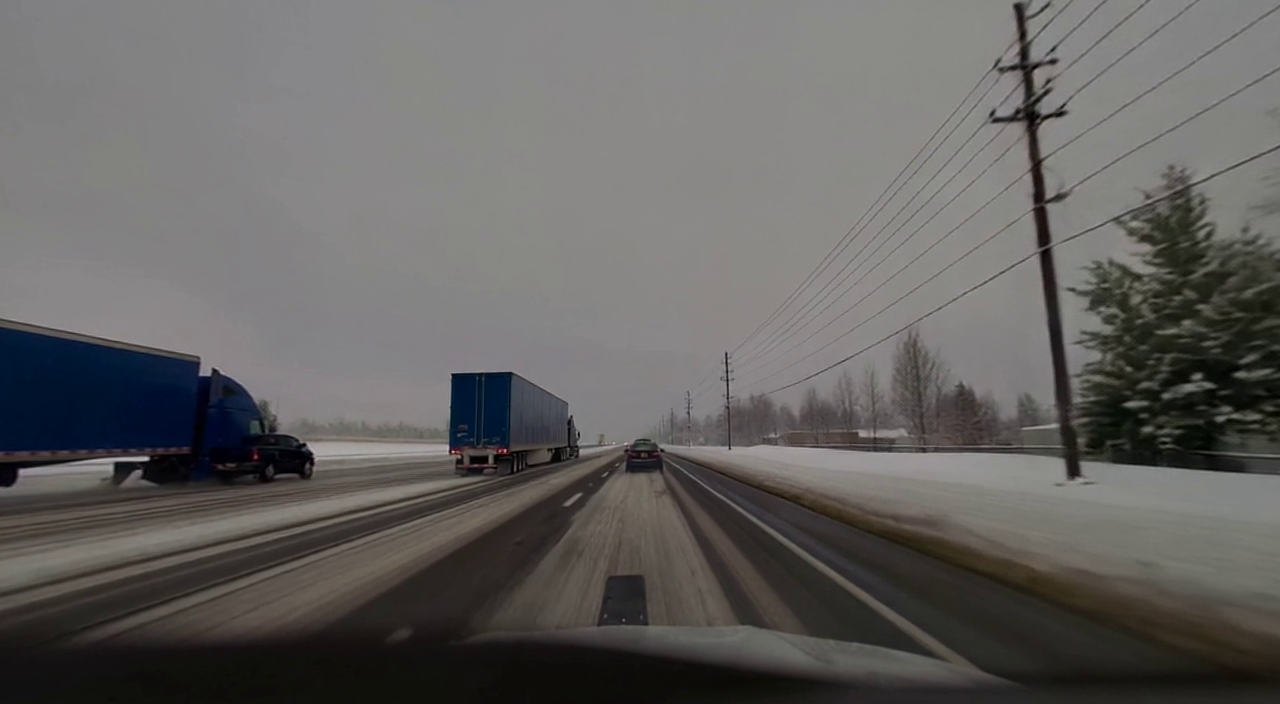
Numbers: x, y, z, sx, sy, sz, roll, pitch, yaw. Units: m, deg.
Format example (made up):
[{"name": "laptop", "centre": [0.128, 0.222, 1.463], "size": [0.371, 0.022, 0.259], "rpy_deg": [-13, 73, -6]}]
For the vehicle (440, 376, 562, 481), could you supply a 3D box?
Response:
[{"name": "vehicle", "centre": [-6.367, 4.111, 32.397], "size": [2.907, 4.081, 15.311], "rpy_deg": [0, -8, 0]}]

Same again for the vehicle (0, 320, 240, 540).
[{"name": "vehicle", "centre": [-10.686, 1.196, 9.570], "size": [2.896, 3.140, 9.491], "rpy_deg": [0, -8, 1]}]

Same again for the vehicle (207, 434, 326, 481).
[{"name": "vehicle", "centre": [-14.722, 4.168, 25.229], "size": [1.938, 1.679, 4.469], "rpy_deg": [0, -8, 1]}]

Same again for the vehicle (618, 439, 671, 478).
[{"name": "vehicle", "centre": [0.203, 4.464, 26.696], "size": [2.055, 1.514, 4.323], "rpy_deg": [0, -8, 1]}]
